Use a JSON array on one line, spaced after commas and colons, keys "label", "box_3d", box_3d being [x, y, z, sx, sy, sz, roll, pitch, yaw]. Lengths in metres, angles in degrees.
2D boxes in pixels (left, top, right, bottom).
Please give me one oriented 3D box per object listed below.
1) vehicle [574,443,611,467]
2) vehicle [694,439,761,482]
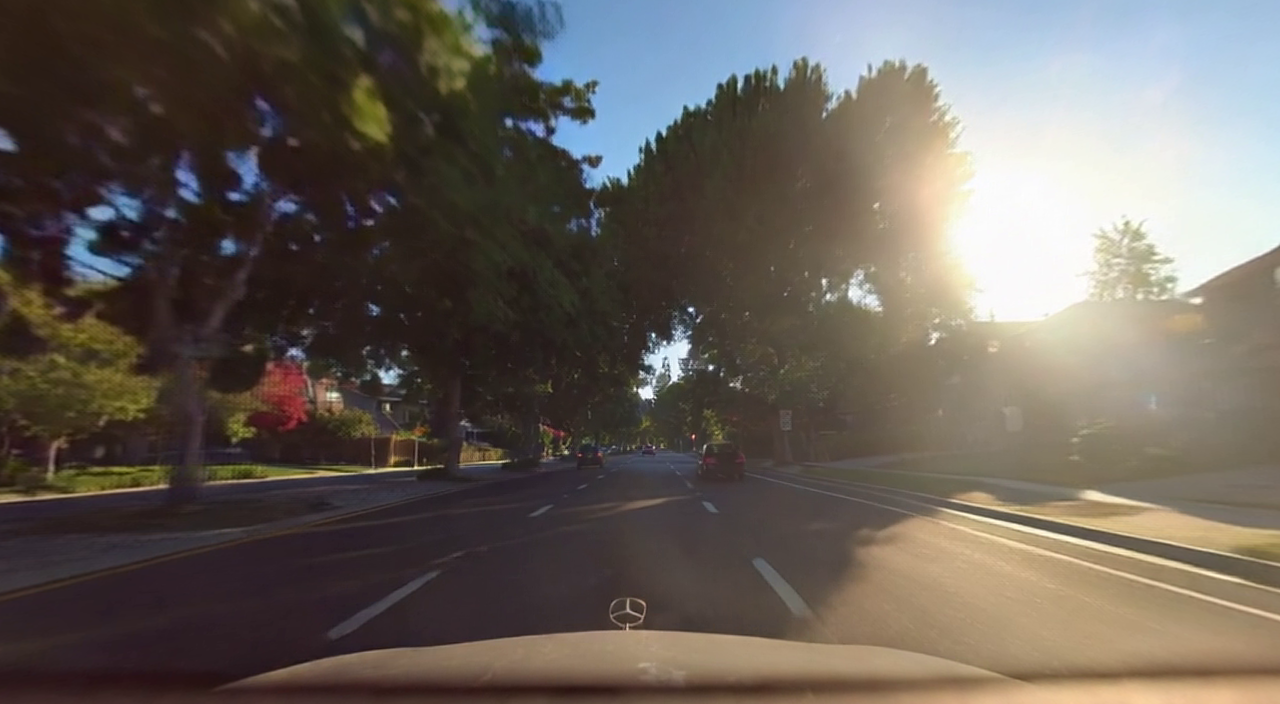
[{"label": "vehicle", "box_3d": [-3.104, 6.846, 41.868, 2.011, 1.480, 4.517, 0, -9, 2]}, {"label": "vehicle", "box_3d": [3.279, 4.181, 24.526, 1.992, 1.511, 4.464, 0, -9, 0]}]
